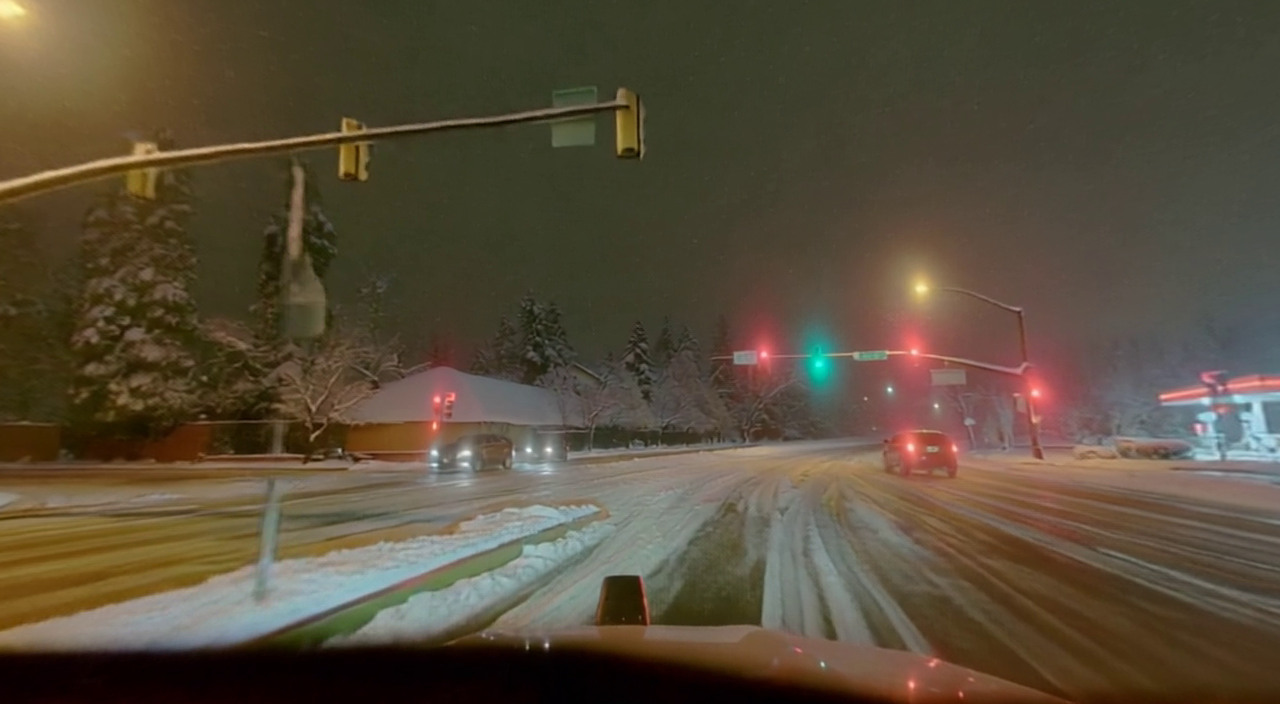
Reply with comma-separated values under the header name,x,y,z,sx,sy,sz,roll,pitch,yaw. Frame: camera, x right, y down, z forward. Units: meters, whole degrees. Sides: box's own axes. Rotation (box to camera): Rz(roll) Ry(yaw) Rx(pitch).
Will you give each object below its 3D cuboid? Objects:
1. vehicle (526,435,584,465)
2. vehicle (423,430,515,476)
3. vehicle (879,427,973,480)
name,x,y,z,sx,sy,sz,roll,pitch,yaw
vehicle,-5.287,6.155,39.637,2.090,1.779,4.697,-2,-9,12
vehicle,-7.501,4.489,28.162,2.112,1.853,4.516,-2,-9,11
vehicle,10.209,3.630,22.752,2.090,1.717,4.063,-1,-9,10
